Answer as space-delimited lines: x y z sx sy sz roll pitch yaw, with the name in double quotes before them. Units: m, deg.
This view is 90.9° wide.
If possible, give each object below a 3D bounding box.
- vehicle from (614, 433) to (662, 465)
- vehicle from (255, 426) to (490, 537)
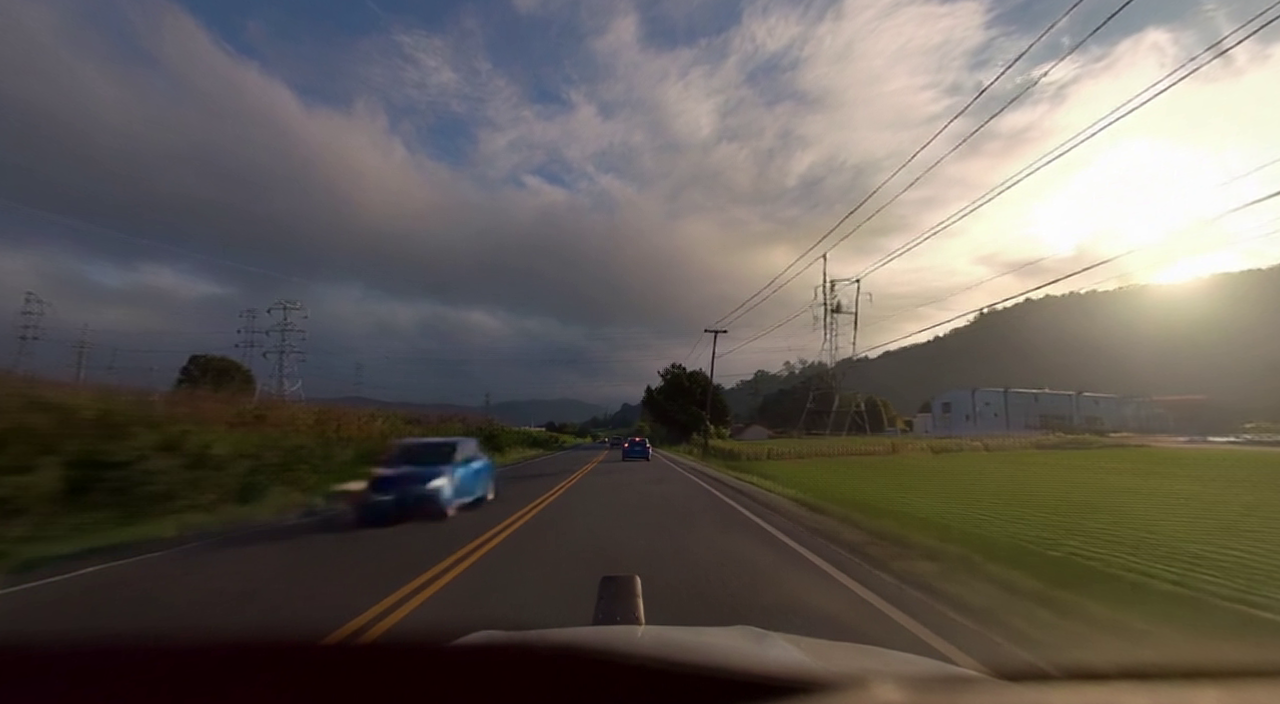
"vehicle" -0.127 4.836 31.552 2.241 1.471 3.829 0 -8 -1
"vehicle" -4.110 2.034 10.696 2.091 1.470 4.490 0 -8 -1
